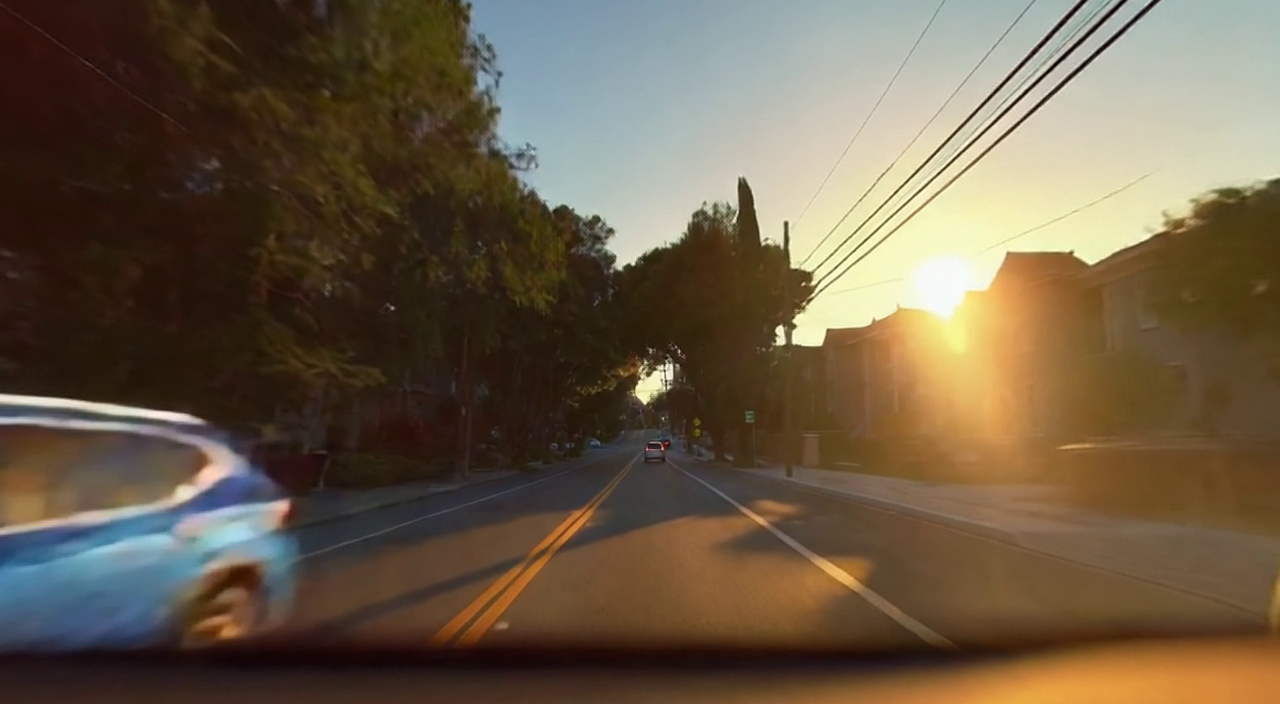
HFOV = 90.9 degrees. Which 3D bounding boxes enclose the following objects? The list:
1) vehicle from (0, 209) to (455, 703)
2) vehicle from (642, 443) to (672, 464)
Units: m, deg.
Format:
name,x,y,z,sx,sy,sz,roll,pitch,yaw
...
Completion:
name,x,y,z,sx,sy,sz,roll,pitch,yaw
vehicle,-2.937,0.780,2.601,2.469,2.023,5.896,0,-9,1
vehicle,1.213,7.548,46.944,2.097,1.463,4.043,0,-9,0
